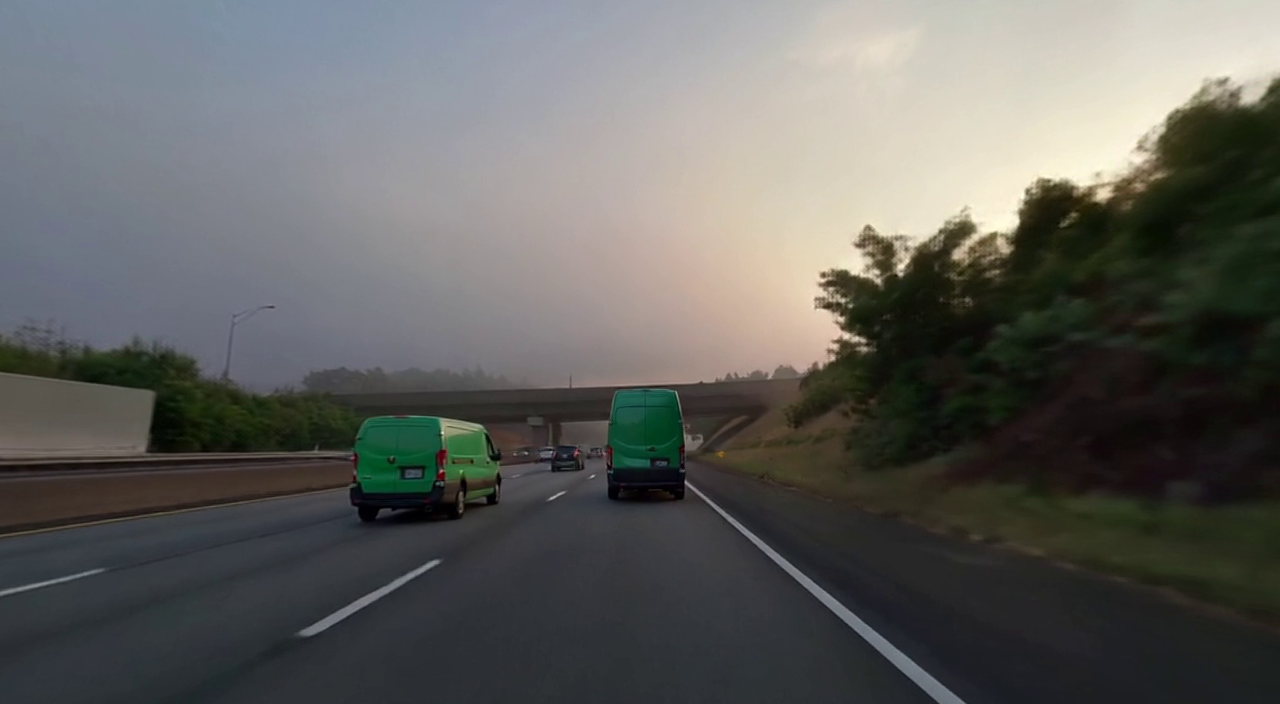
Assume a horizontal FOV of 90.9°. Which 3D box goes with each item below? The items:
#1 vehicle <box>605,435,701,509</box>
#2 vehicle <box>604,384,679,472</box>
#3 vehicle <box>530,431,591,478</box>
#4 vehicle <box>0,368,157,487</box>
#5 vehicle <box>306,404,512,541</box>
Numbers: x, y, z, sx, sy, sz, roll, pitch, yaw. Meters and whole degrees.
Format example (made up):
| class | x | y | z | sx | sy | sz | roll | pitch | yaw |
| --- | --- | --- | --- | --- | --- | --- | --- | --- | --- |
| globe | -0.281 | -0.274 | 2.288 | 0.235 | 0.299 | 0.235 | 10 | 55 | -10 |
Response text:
| class | x | y | z | sx | sy | sz | roll | pitch | yaw |
| --- | --- | --- | --- | --- | --- | --- | --- | --- | --- |
| vehicle | 0.253 | 2.760 | 14.798 | 1.991 | 1.507 | 3.391 | 0 | -9 | 0 |
| vehicle | 0.385 | 4.754 | 36.908 | 3.289 | 3.822 | 18.653 | 0 | -9 | 2 |
| vehicle | -3.414 | 4.515 | 27.868 | 2.068 | 1.862 | 4.234 | 0 | -9 | 1 |
| vehicle | -23.715 | 2.602 | 21.674 | 2.813 | 4.101 | 14.020 | 0 | -9 | 1 |
| vehicle | -3.615 | 1.972 | 10.775 | 1.951 | 1.882 | 3.979 | 0 | -9 | 0 |
